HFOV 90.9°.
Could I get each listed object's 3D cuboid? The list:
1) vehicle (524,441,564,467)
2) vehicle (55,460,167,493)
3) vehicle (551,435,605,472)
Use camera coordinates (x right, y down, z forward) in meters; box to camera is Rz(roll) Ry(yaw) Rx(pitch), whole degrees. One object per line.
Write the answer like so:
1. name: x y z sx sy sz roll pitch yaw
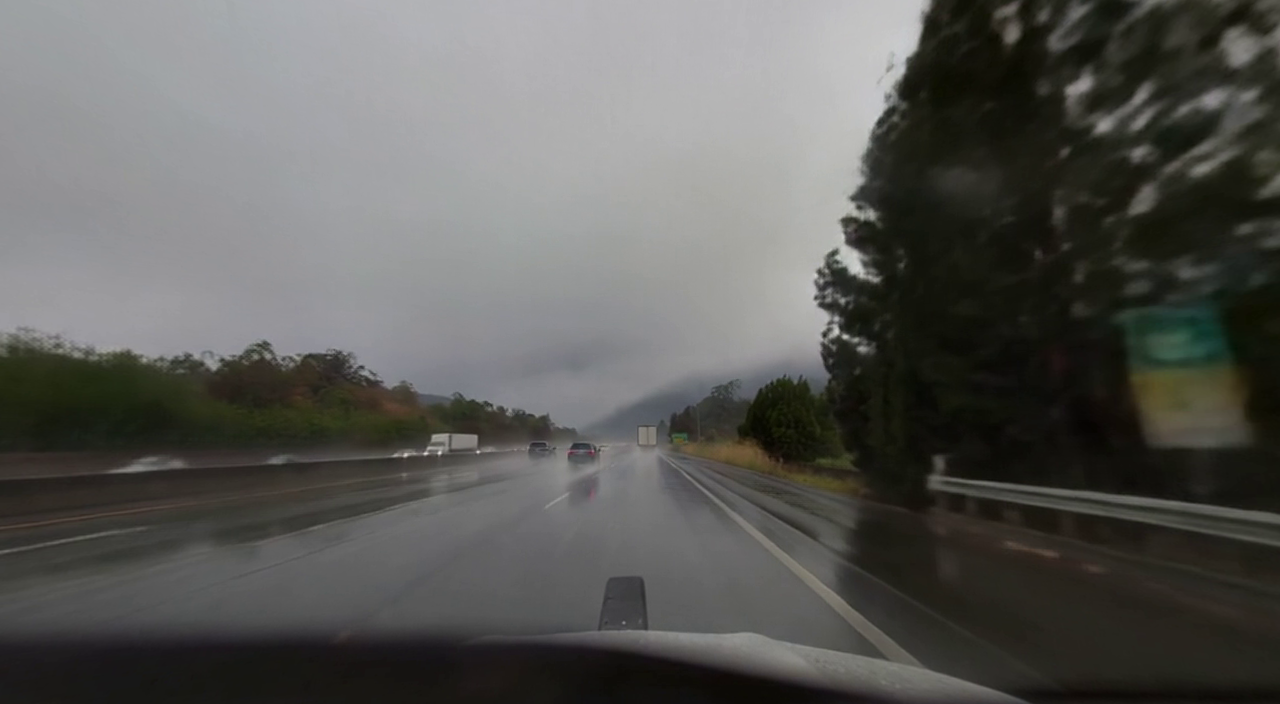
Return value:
1. vehicle: -6.499 6.940 43.157 2.062 1.691 4.278 0 -8 0
2. vehicle: -28.427 6.675 34.126 1.811 1.488 4.900 0 -8 0
3. vehicle: -3.171 5.324 33.290 2.283 1.802 4.810 0 -8 1
